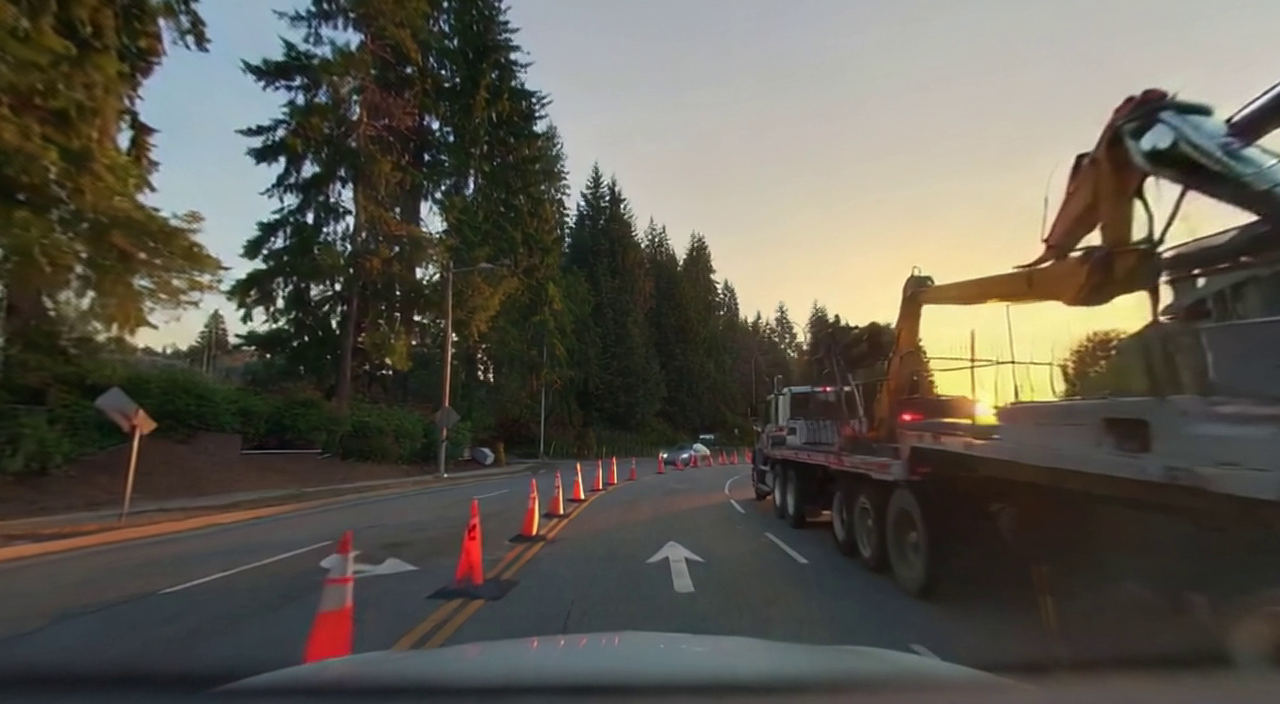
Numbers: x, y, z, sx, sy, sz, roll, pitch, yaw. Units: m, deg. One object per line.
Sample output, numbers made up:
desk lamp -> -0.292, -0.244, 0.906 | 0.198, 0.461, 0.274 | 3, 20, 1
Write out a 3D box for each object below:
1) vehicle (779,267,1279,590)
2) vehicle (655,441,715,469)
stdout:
vehicle -> 3.564, 0.911, 7.445 | 2.874, 2.542, 4.840 | 0, -9, 2
vehicle -> 2.704, 5.993, 37.041 | 1.945, 1.494, 4.201 | -4, -9, 27
